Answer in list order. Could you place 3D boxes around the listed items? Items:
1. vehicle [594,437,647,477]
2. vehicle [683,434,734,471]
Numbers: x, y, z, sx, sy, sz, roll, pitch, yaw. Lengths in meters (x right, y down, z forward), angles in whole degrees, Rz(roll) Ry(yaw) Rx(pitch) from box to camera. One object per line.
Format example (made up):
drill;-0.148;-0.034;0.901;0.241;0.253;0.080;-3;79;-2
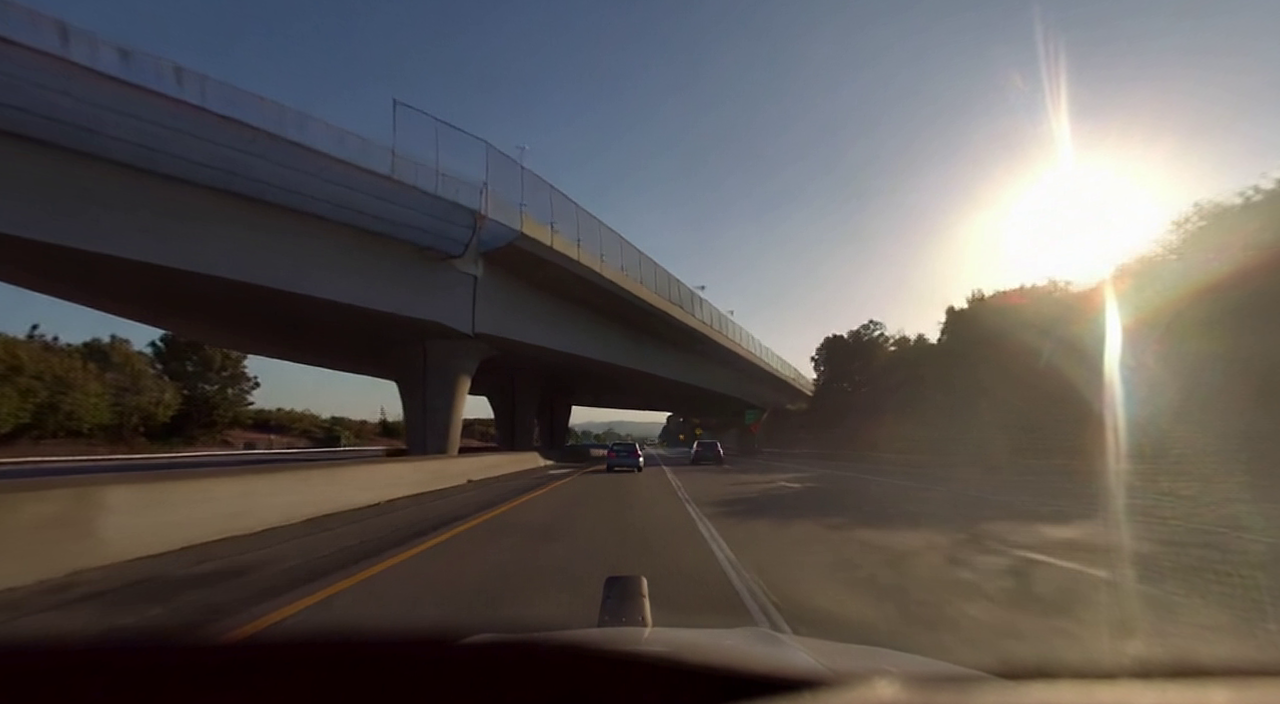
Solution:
vehicle;-0.715;4.353;26.361;2.050;1.546;4.344;0;-8;1
vehicle;3.337;4.977;31.376;2.063;1.698;4.355;0;-8;0
